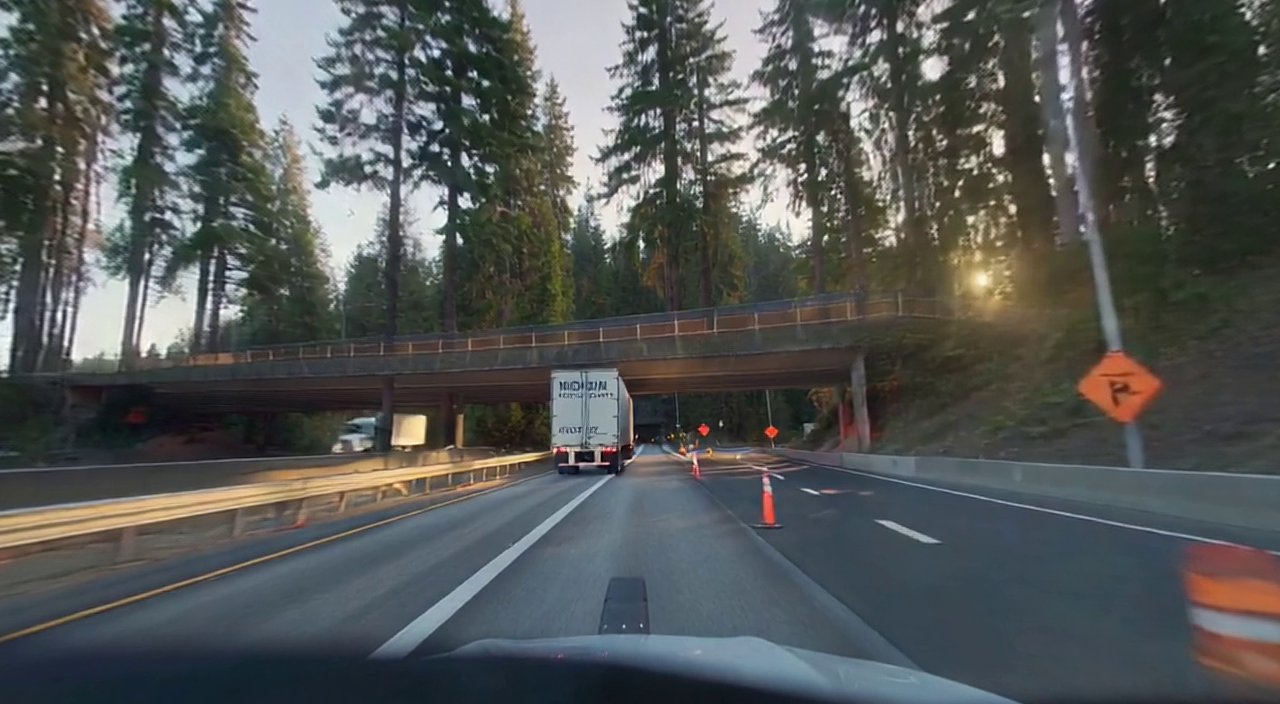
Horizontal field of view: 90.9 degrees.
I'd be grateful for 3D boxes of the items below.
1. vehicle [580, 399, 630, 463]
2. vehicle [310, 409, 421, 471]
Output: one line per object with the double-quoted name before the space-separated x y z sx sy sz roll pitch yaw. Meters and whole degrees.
"vehicle" -2.319 5.822 45.692 2.845 4.049 10.214 0 -8 1
"vehicle" -16.655 5.468 39.123 2.971 3.438 8.346 0 -8 1
